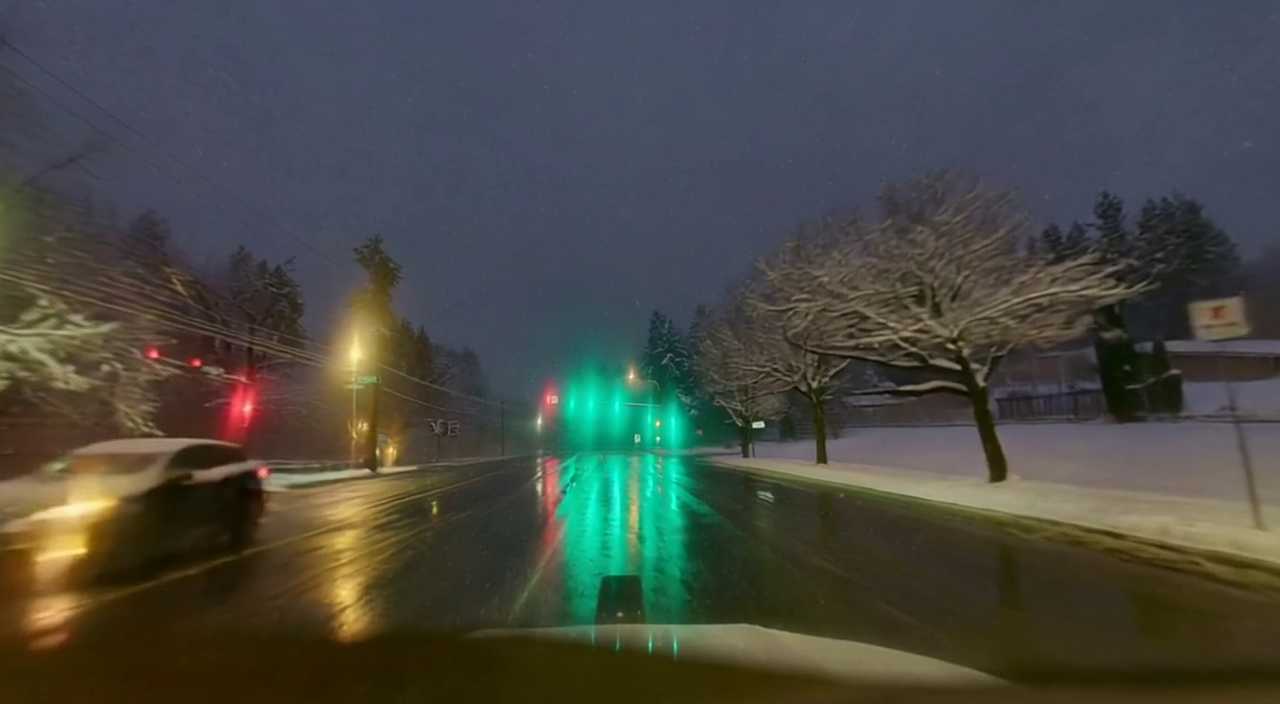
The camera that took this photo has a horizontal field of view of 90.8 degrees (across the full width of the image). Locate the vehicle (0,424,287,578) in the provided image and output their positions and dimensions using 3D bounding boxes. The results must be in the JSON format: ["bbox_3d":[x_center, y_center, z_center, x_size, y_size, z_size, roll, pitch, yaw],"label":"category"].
[{"bbox_3d":[-7.857,2.099,9.801,2.175,1.796,4.605,0,-8,-2],"label":"vehicle"}]
